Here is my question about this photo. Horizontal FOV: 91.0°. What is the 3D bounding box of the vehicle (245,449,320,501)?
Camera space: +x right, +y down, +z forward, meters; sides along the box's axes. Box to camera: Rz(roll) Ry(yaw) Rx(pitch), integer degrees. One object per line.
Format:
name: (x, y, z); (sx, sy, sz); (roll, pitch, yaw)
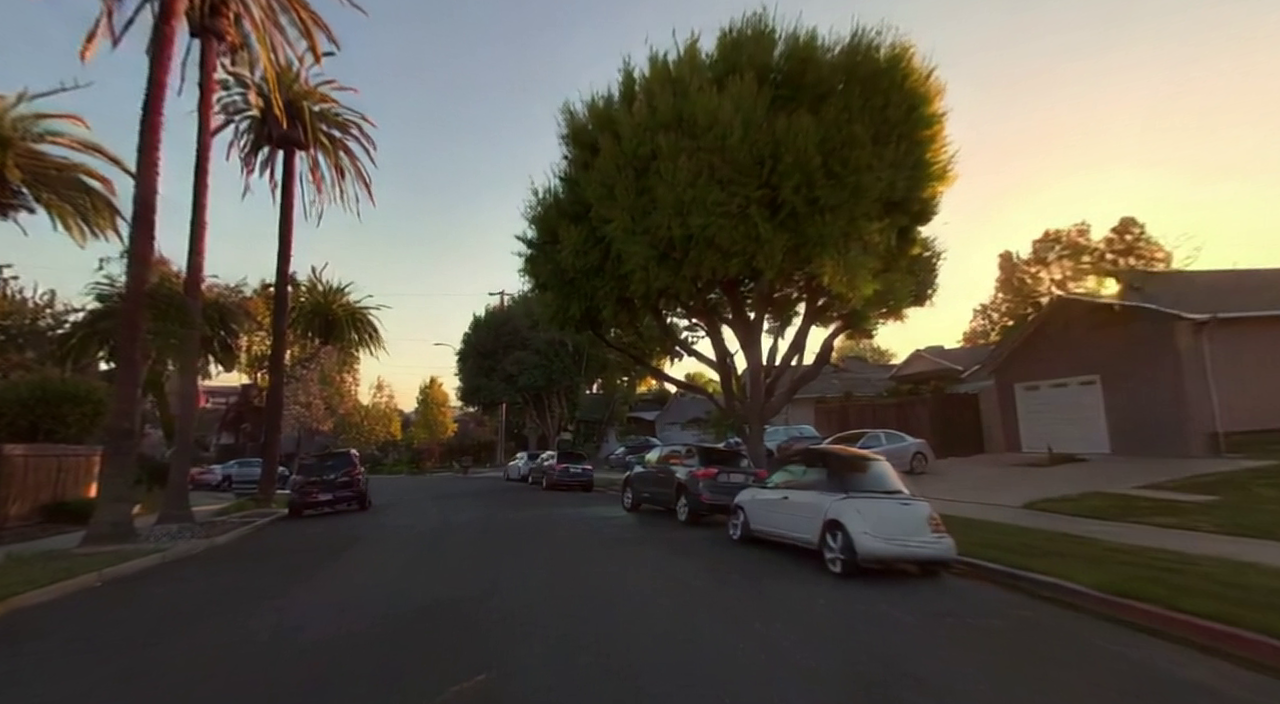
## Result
vehicle: (-19.760, 6.824, 34.648); (2.395, 2.109, 5.628); (1, -13, -42)

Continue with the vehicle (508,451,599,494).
vehicle: (-3.571, 4.742, 25.184); (2.006, 1.484, 4.768); (5, -10, -28)

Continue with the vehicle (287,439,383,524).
vehicle: (-8.149, 3.424, 17.190); (2.026, 1.816, 4.532); (-2, -8, -22)

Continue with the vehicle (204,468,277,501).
vehicle: (-24.727, 8.151, 38.857); (4.944, 1.819, 2.001); (-9, -12, 35)

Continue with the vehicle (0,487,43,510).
vehicle: (-49.760, 11.527, 49.415); (4.391, 1.591, 1.942); (-3, -8, 12)

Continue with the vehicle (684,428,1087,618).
vehicle: (2.296, 1.763, 7.743); (2.108, 1.503, 4.977); (2, -9, -13)

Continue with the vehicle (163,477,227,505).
vehicle: (-29.869, 9.293, 42.221); (4.390, 1.559, 1.812); (-5, -10, 32)
